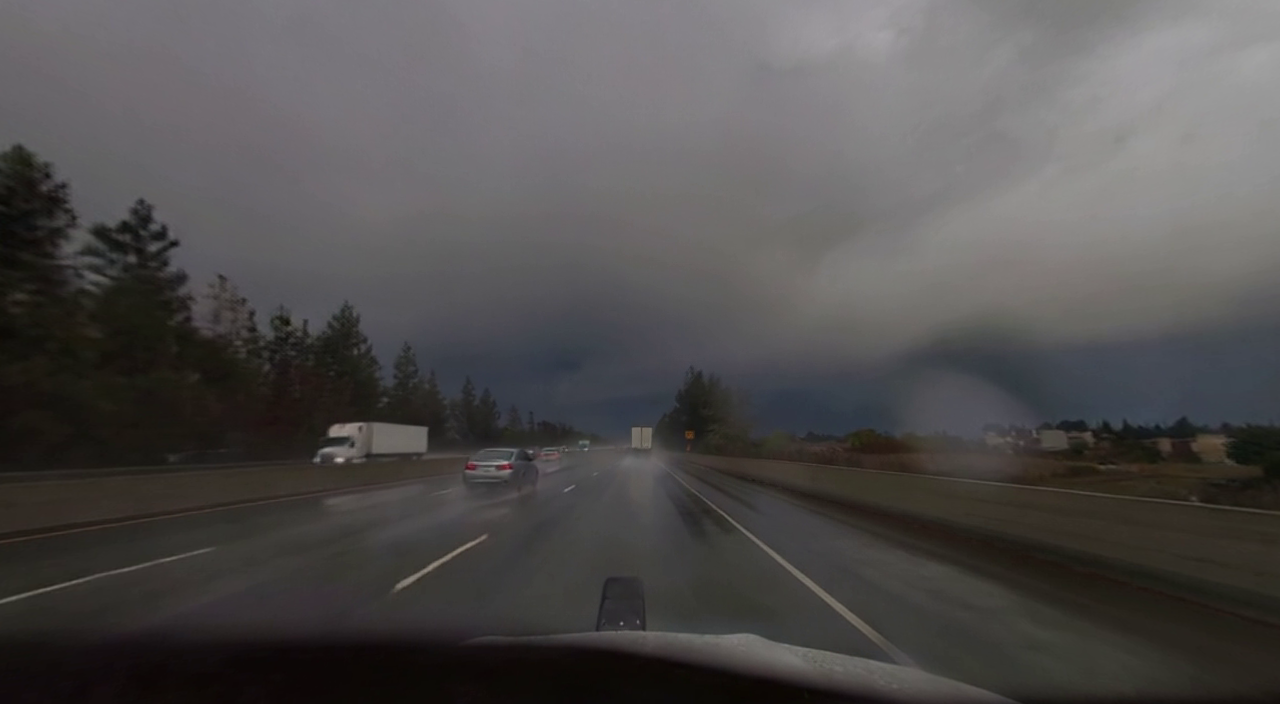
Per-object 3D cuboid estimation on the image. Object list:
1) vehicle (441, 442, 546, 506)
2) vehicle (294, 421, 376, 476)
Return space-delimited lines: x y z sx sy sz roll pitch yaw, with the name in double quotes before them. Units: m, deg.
"vehicle" -3.816 3.228 17.085 1.893 1.521 3.742 0 -9 1
"vehicle" -23.021 7.344 48.073 3.230 3.869 5.810 0 -9 0
